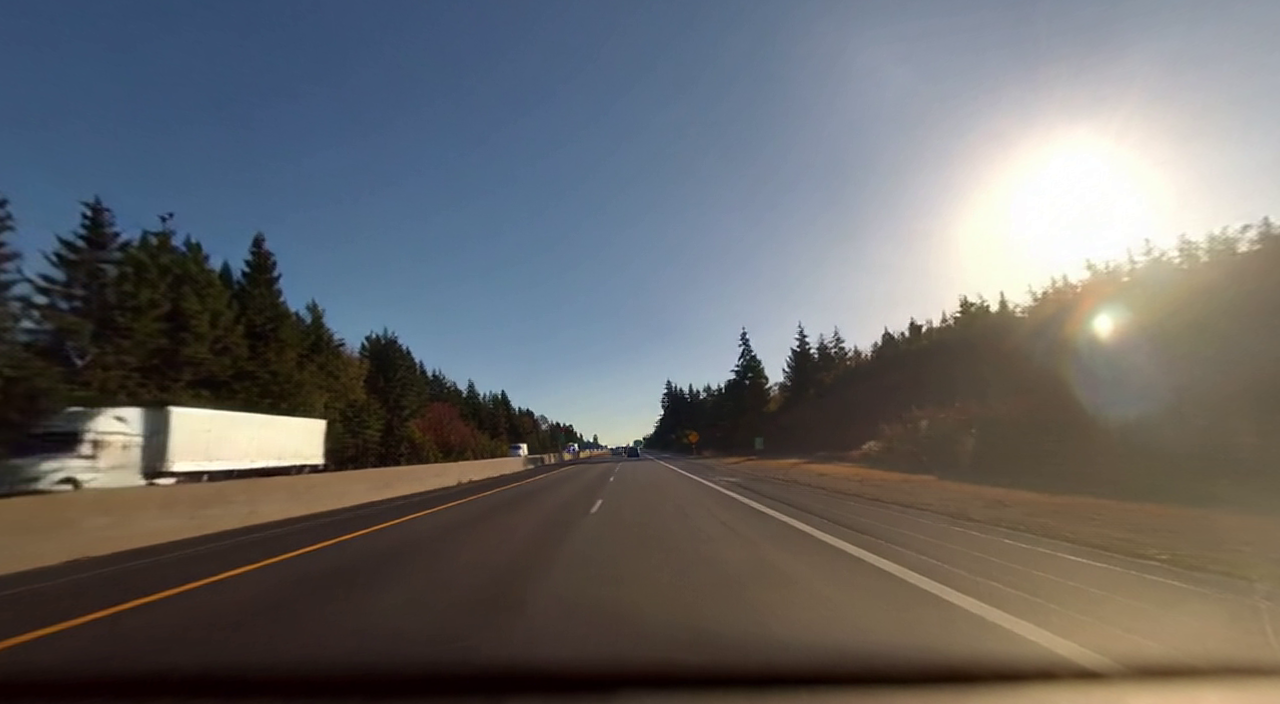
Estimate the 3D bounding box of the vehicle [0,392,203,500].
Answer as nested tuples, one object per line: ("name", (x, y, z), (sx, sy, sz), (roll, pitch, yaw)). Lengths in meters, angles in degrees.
("vehicle", (-21.018, 3.705, 25.043), (2.978, 3.740, 5.936), (0, -9, -1))
